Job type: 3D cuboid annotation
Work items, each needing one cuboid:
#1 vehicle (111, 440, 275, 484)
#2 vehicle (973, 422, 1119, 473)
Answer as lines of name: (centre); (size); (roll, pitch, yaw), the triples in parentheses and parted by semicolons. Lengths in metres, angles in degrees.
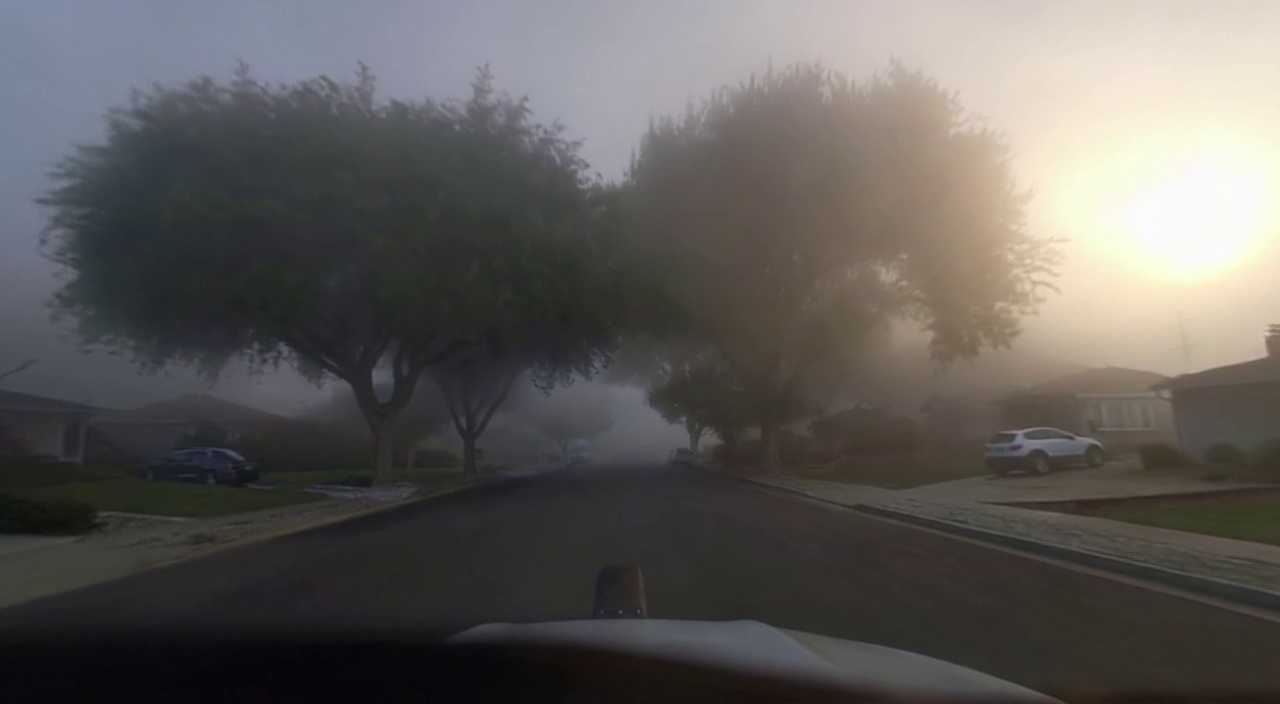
vehicle: (-16.032, 3.970, 22.768); (4.351, 1.474, 2.015); (0, -9, -2)
vehicle: (15.129, 3.558, 23.523); (4.468, 1.728, 2.135); (3, -9, -19)
